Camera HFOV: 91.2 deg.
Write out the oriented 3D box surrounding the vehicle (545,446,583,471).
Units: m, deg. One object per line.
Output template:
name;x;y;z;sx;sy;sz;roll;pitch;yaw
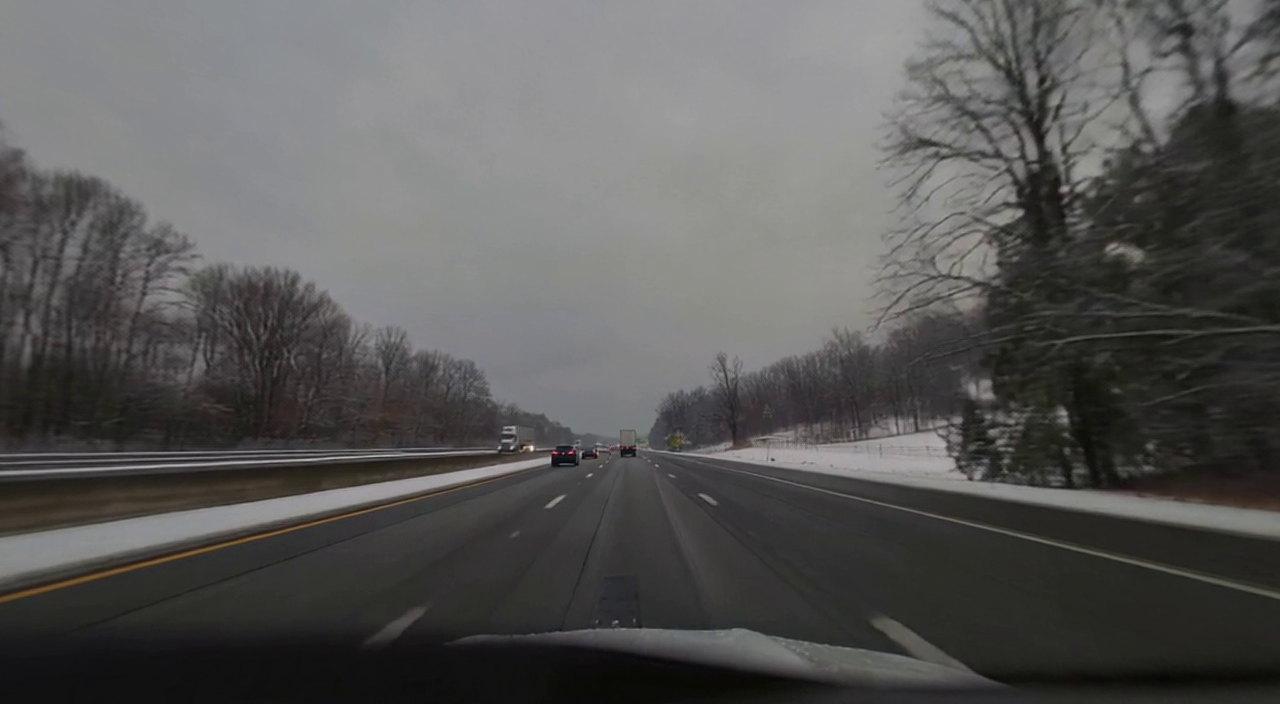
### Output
vehicle;-4.662;6.619;39.082;1.963;1.475;3.665;0;-9;-1
